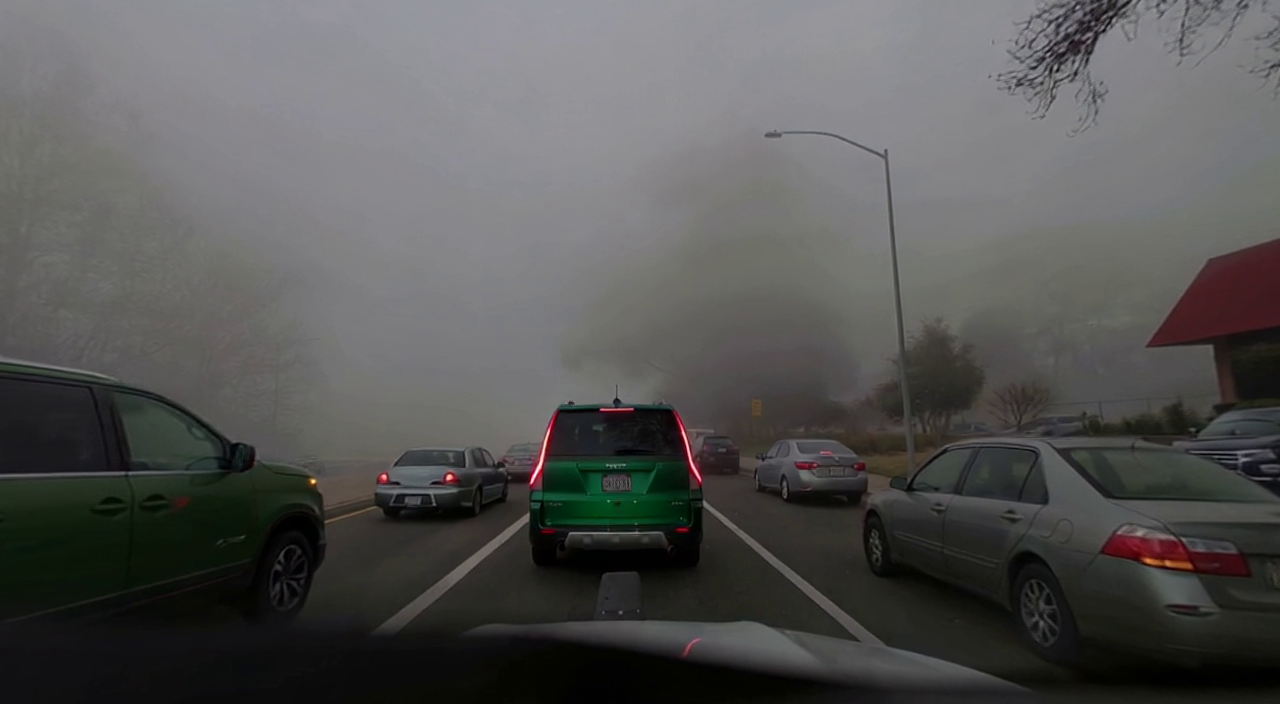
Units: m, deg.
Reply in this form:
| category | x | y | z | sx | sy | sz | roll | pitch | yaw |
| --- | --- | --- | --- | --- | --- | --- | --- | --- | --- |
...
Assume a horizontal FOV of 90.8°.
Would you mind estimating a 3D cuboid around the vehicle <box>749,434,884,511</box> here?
| category | x | y | z | sx | sy | sz | roll | pitch | yaw |
| --- | --- | --- | --- | --- | --- | --- | --- | --- | --- |
| vehicle | 3.928 | 2.748 | 14.901 | 1.875 | 1.521 | 4.192 | 0 | -9 | -1 |

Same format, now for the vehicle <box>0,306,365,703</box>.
| category | x | y | z | sx | sy | sz | roll | pitch | yaw |
| --- | --- | --- | --- | --- | --- | --- | --- | --- | --- |
| vehicle | -3.607 | 0.898 | 3.391 | 2.231 | 1.853 | 4.461 | 0 | -9 | 0 |

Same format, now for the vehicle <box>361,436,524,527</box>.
| category | x | y | z | sx | sy | sz | roll | pitch | yaw |
| --- | --- | --- | --- | --- | --- | --- | --- | --- | --- |
| vehicle | -3.602 | 2.425 | 12.421 | 1.849 | 1.451 | 4.218 | 0 | -9 | 0 |

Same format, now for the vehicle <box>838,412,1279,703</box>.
| category | x | y | z | sx | sy | sz | roll | pitch | yaw |
| --- | --- | --- | --- | --- | --- | --- | --- | --- | --- |
| vehicle | 3.371 | 1.371 | 5.341 | 1.900 | 1.477 | 4.352 | 0 | -9 | -1 |

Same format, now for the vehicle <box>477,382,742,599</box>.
| category | x | y | z | sx | sy | sz | roll | pitch | yaw |
| --- | --- | --- | --- | --- | --- | --- | --- | --- | --- |
| vehicle | -0.300 | 1.486 | 7.541 | 2.238 | 1.825 | 4.190 | 0 | -9 | -1 |
